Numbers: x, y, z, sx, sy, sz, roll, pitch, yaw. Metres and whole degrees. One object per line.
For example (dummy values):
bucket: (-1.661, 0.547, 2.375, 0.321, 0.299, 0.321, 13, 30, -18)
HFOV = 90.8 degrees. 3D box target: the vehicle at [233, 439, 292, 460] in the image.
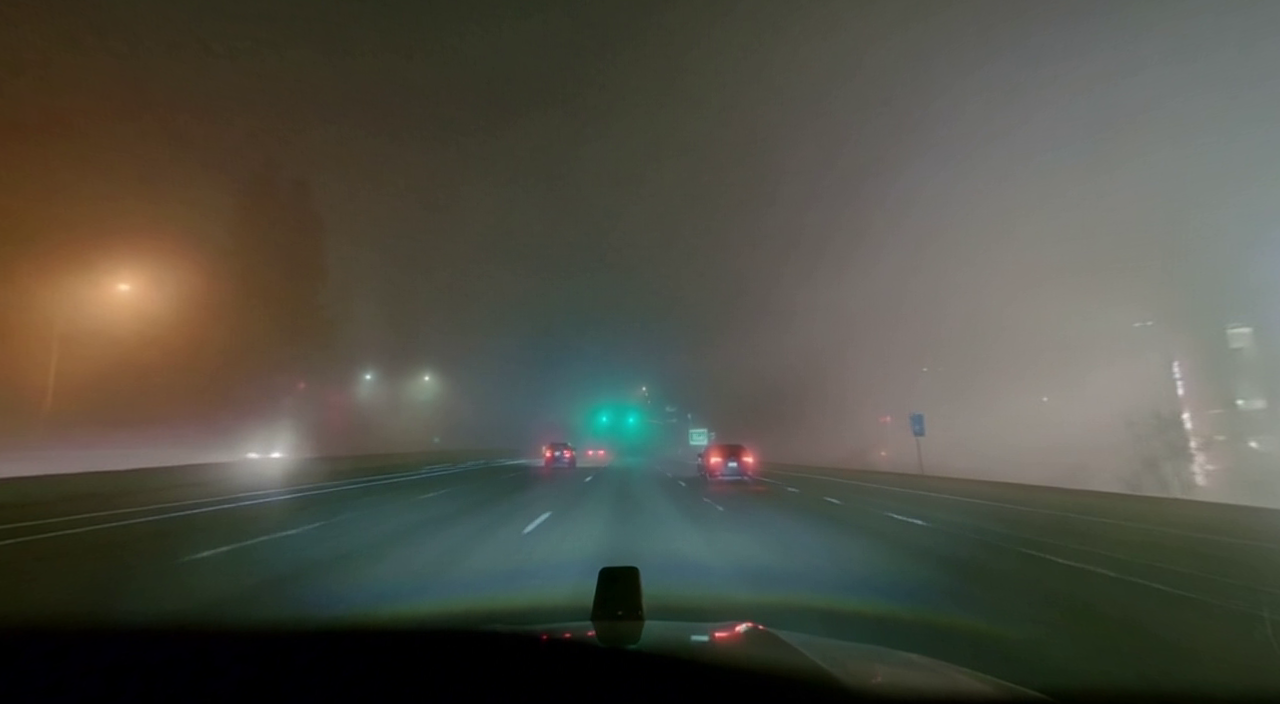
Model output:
vehicle: (-28.626, 7.404, 48.023, 1.806, 1.465, 4.358, 0, -8, 0)

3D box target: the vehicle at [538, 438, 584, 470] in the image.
vehicle: (-4.558, 5.969, 37.170, 2.176, 1.779, 4.755, 0, -8, 0)

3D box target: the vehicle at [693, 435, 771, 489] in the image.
vehicle: (3.100, 3.793, 22.197, 1.997, 1.686, 4.247, 0, -8, -2)
